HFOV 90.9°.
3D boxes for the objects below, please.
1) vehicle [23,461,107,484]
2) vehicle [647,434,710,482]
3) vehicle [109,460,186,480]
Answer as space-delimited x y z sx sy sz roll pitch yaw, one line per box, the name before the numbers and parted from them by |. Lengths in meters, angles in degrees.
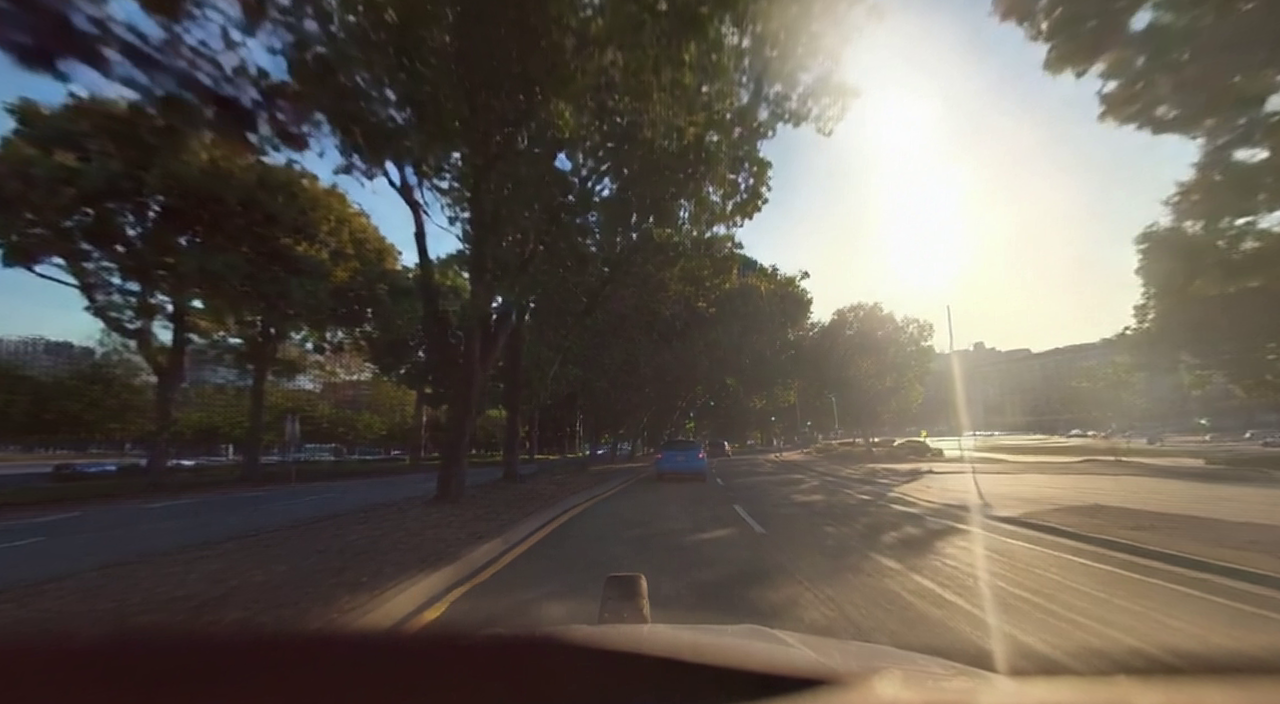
vehicle | -38.725 8.126 42.475 4.261 1.430 1.806 -2 -9 9
vehicle | 1.380 3.705 22.277 2.010 1.535 3.735 -1 -8 4
vehicle | -37.182 8.896 47.671 4.365 1.430 1.898 -1 -8 5
